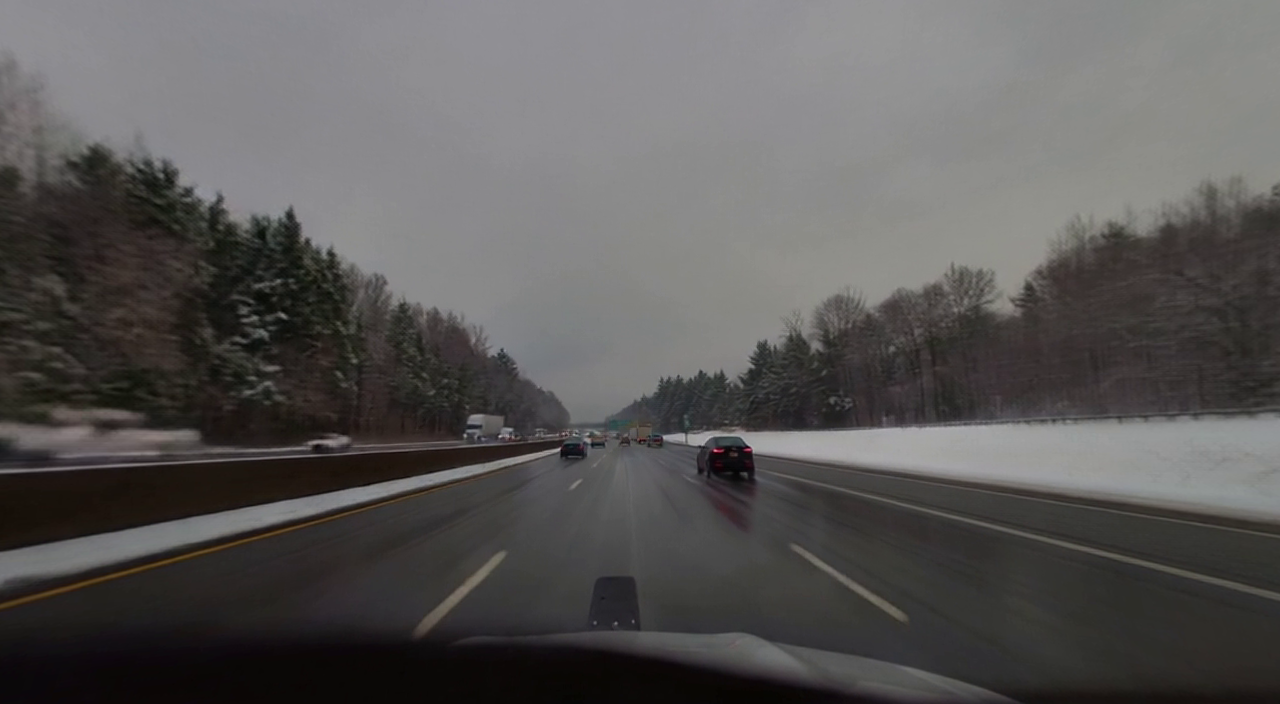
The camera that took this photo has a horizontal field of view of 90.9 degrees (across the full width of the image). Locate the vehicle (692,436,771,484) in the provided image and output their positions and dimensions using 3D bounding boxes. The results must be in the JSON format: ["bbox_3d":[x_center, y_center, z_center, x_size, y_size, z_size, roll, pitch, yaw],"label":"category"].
[{"bbox_3d":[3.012,3.624,21.667,1.990,1.480,3.865,0,-8,-2],"label":"vehicle"}]

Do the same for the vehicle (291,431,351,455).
[{"bbox_3d":[-20.621,5.900,40.914,1.837,1.444,4.153,0,-8,-2],"label":"vehicle"}]

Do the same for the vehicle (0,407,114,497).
[{"bbox_3d":[-11.779,1.720,10.851,1.888,1.507,4.157,0,-8,-1],"label":"vehicle"}]

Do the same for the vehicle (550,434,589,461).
[{"bbox_3d":[-4.401,6.026,40.037,2.011,1.614,4.808,0,-8,-1],"label":"vehicle"}]
